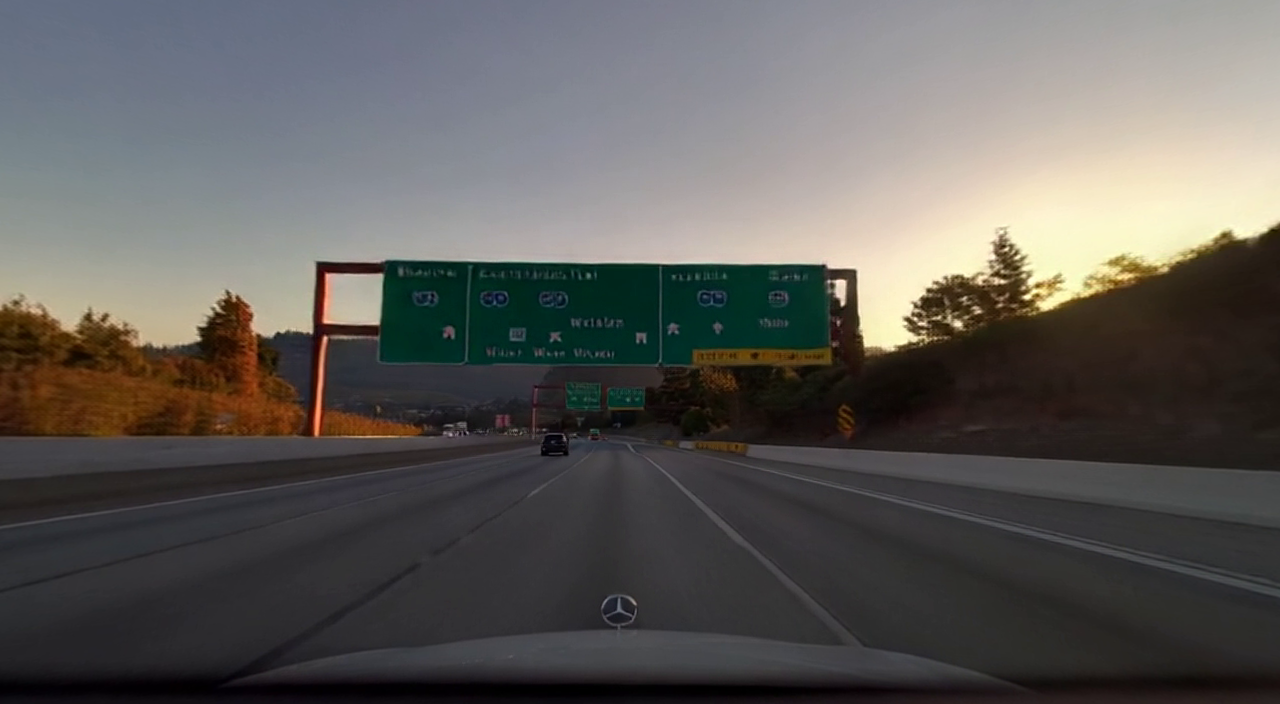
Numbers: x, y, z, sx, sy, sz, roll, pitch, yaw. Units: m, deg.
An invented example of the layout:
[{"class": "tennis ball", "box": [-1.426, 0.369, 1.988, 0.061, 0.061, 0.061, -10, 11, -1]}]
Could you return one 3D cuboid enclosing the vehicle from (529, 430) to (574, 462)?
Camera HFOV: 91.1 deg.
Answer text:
[{"class": "vehicle", "box": [-4.681, 5.023, 33.758, 1.878, 1.548, 3.966, 0, -8, -1]}]
